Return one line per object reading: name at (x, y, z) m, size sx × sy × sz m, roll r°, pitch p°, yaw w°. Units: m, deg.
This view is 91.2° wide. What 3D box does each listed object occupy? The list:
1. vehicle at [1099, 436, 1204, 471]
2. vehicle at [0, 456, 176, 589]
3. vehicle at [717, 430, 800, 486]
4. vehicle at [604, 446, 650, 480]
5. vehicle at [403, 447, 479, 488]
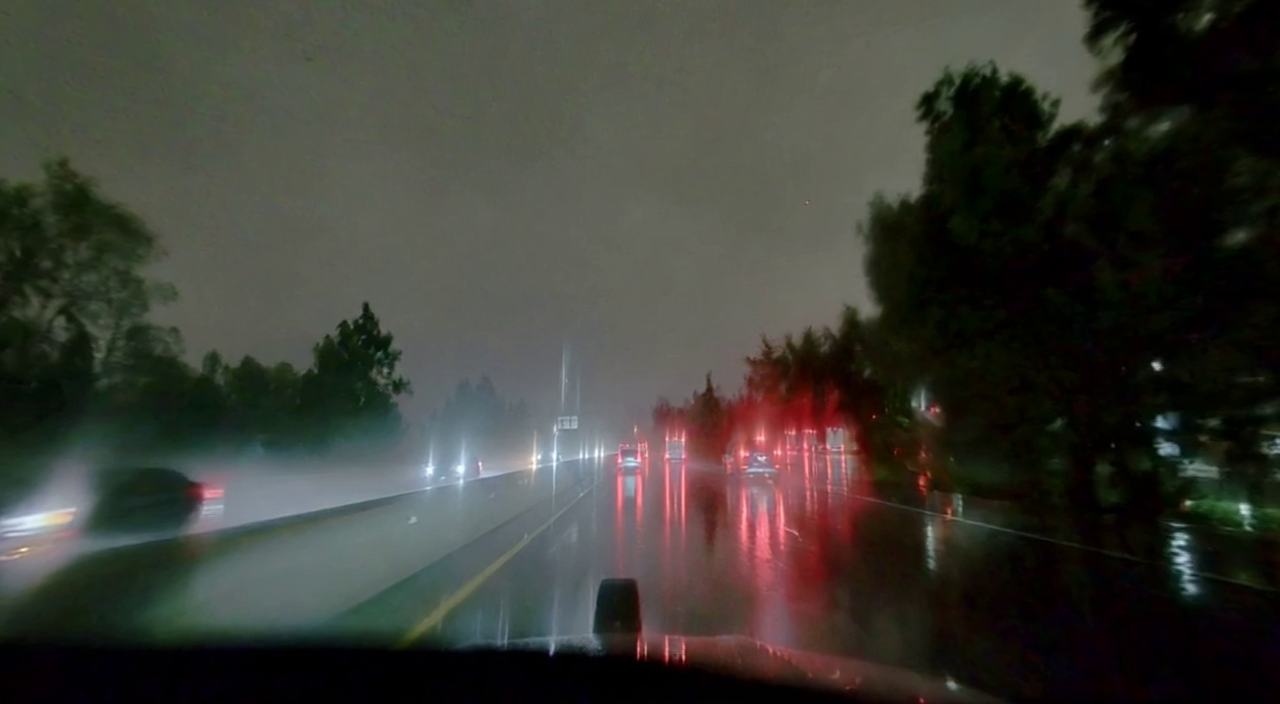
vehicle at (25.712, 5.118, 31.730) m, size 1.920 × 1.589 × 4.604 m, roll -2°, pitch -9°, yaw 9°
vehicle at (-8.608, 2.125, 7.876) m, size 1.913 × 1.537 × 4.729 m, roll 0°, pitch -9°, yaw 0°
vehicle at (4.514, 4.157, 24.741) m, size 2.261 × 1.952 × 4.784 m, roll 0°, pitch -9°, yaw 0°
vehicle at (-0.580, 5.122, 29.170) m, size 2.029 × 1.483 × 3.769 m, roll 0°, pitch -9°, yaw 0°
vehicle at (-9.052, 5.265, 28.878) m, size 2.020 × 1.686 × 4.335 m, roll 0°, pitch -9°, yaw 1°
